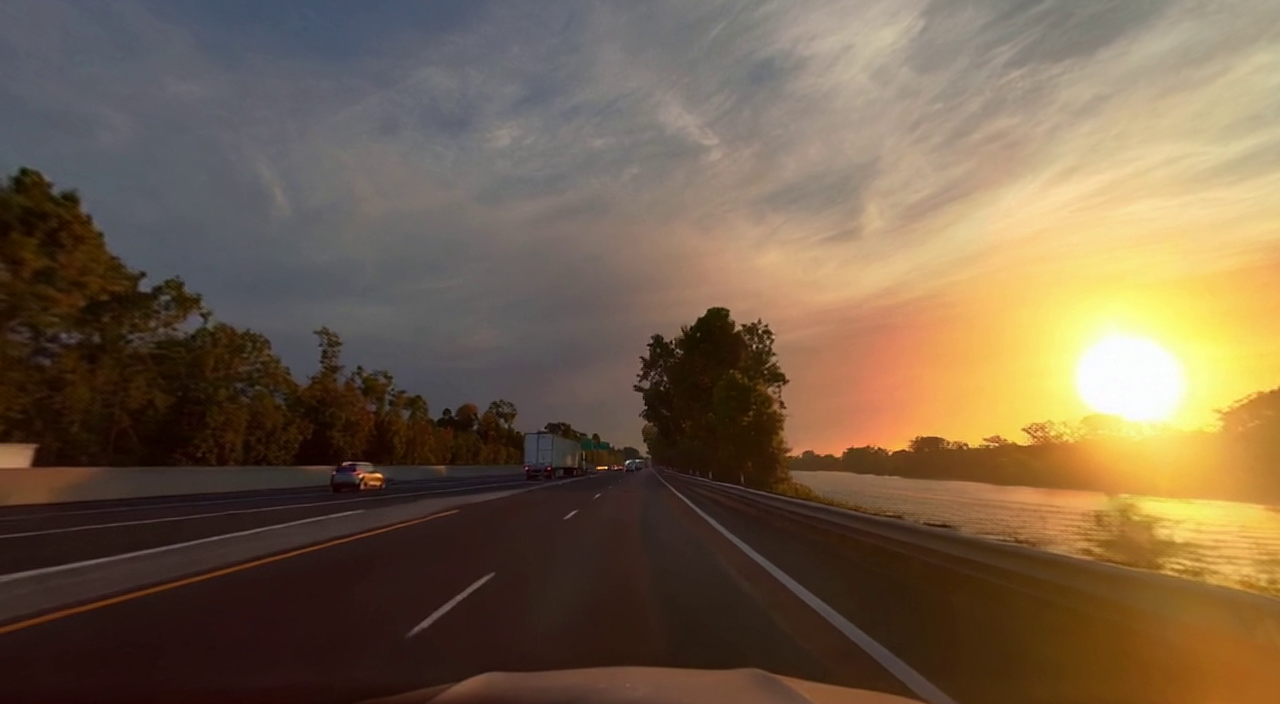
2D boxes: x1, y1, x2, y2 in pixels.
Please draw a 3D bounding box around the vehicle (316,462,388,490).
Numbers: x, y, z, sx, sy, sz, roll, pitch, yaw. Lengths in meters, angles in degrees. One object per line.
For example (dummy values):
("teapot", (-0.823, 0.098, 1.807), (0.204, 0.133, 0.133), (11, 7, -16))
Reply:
("vehicle", (-15.712, 6.795, 34.651), (1.745, 1.430, 4.252), (0, -10, 3))
